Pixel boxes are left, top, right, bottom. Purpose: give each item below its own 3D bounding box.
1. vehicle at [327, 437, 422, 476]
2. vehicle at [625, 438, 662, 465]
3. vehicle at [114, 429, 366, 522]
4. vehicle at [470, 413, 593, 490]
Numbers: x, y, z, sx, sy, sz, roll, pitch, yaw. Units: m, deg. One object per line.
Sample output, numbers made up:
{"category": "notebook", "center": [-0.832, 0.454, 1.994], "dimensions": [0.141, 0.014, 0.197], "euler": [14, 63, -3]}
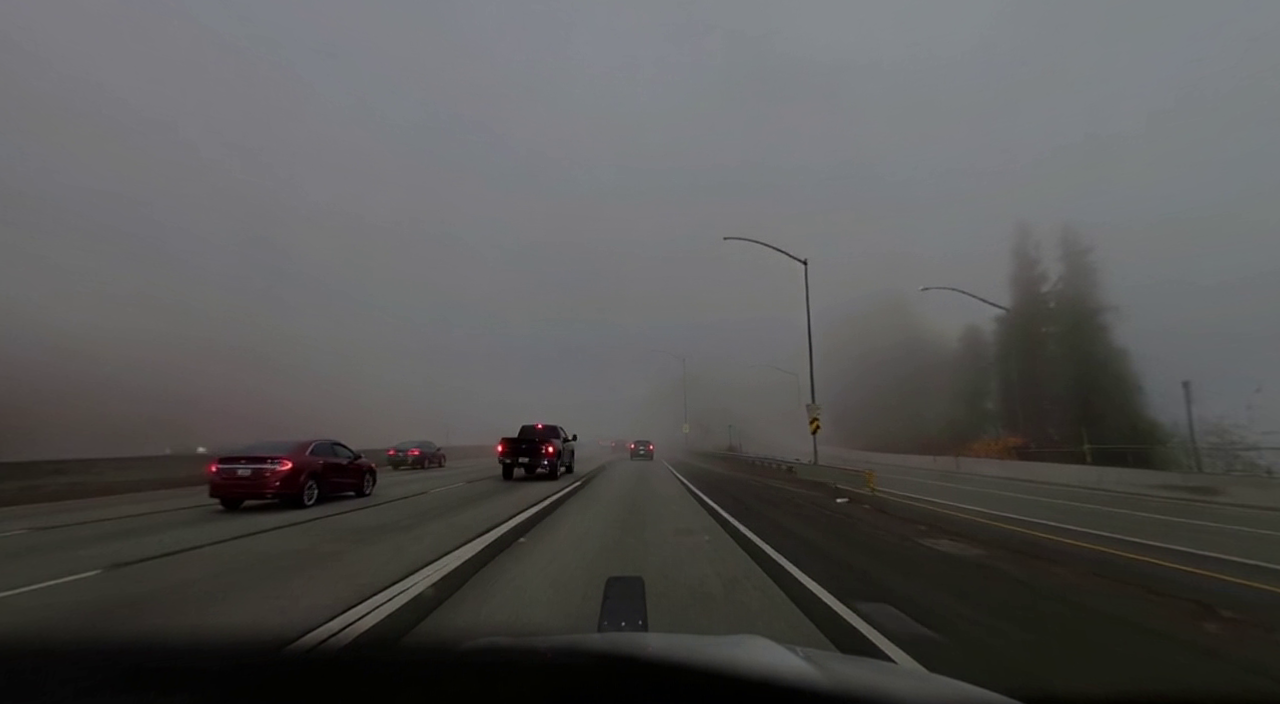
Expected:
{"category": "vehicle", "center": [-10.940, 4.327, 26.307], "dimensions": [1.884, 1.453, 4.579], "euler": [0, -8, 1]}
{"category": "vehicle", "center": [0.243, 5.767, 36.520], "dimensions": [2.013, 1.444, 4.447], "euler": [0, -8, 1]}
{"category": "vehicle", "center": [-7.433, 2.315, 12.368], "dimensions": [1.964, 1.481, 4.425], "euler": [0, -8, 1]}
{"category": "vehicle", "center": [-3.204, 3.193, 20.433], "dimensions": [2.815, 2.092, 6.526], "euler": [0, -8, 0]}
